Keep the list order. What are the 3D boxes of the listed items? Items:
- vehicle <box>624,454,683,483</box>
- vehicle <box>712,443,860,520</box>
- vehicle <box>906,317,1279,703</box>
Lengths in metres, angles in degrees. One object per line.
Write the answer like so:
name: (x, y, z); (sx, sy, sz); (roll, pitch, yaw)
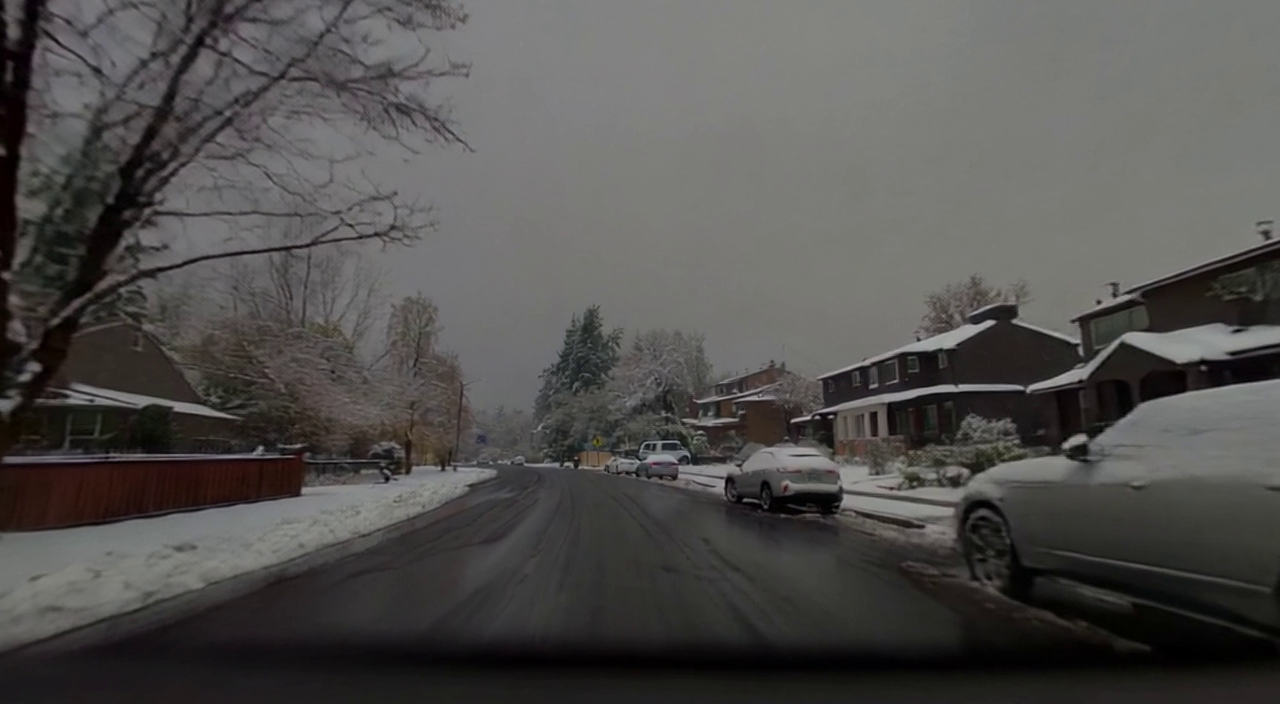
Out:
vehicle: (0.718, 6.746, 37.004); (2.193, 1.504, 4.576); (2, -9, -16)
vehicle: (3.772, 3.441, 17.522); (2.111, 1.771, 4.942); (1, -9, -11)
vehicle: (4.900, 1.109, 4.765); (2.788, 2.227, 6.194); (0, -9, -3)
